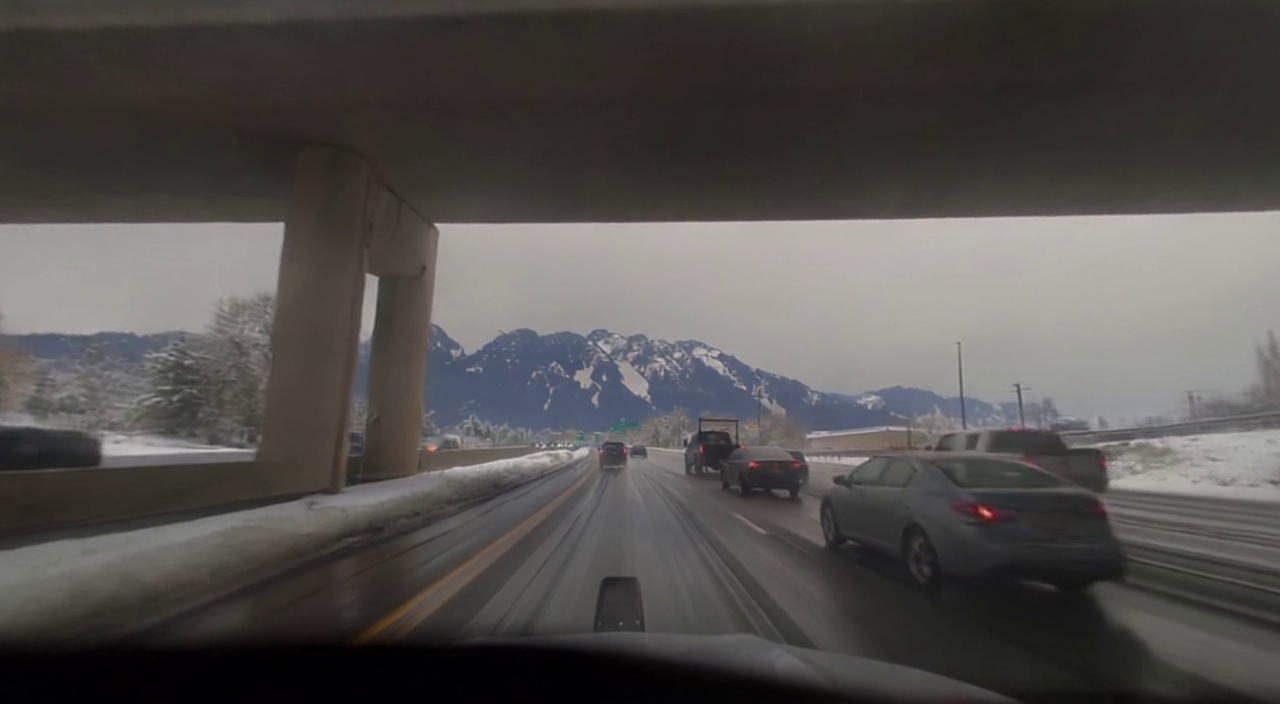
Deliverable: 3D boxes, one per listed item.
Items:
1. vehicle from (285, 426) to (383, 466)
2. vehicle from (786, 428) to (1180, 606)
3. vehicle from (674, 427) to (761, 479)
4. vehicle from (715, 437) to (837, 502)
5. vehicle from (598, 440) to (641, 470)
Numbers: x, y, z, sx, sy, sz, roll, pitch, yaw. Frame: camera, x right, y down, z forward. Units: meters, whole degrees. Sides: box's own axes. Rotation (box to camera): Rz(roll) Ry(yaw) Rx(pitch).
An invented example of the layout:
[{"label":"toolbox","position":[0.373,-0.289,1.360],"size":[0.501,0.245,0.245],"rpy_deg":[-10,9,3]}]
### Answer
[{"label":"vehicle","position":[-12.582,3.924,26.359],"size":[2.045,1.499,4.501],"rpy_deg":[0,-8,-3]},{"label":"vehicle","position":[3.409,1.715,7.638],"size":[2.074,1.455,4.646],"rpy_deg":[0,-8,-1]},{"label":"vehicle","position":[3.289,4.530,28.650],"size":[2.747,2.061,7.011],"rpy_deg":[0,-8,-3]},{"label":"vehicle","position":[3.477,3.103,17.276],"size":[2.048,1.497,4.952],"rpy_deg":[0,-8,-2]},{"label":"vehicle","position":[-1.160,5.720,35.398],"size":[2.266,1.549,3.978],"rpy_deg":[0,-8,-2]}]
